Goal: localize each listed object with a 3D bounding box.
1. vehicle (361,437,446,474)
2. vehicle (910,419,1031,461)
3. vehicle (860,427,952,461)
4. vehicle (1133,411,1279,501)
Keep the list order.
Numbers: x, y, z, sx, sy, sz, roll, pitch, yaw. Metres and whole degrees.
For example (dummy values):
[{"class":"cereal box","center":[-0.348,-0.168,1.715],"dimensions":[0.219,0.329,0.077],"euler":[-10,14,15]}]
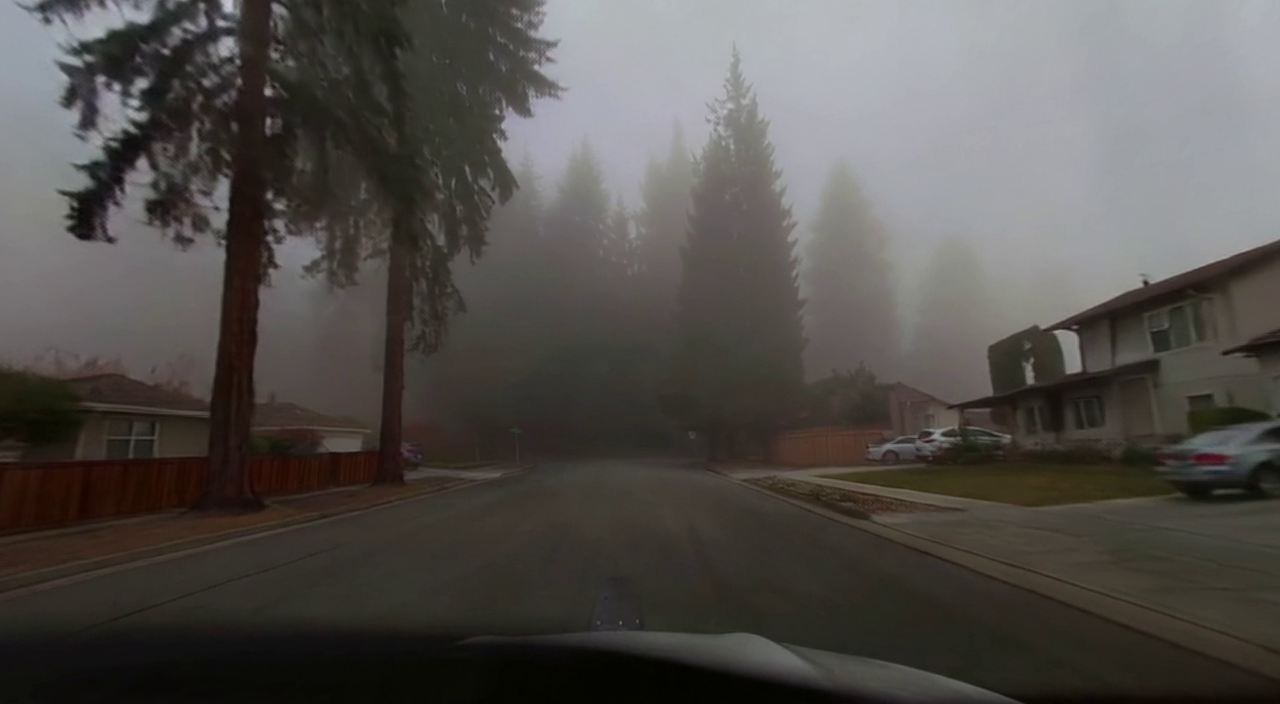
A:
[{"class":"vehicle","center":[-12.680,5.497,33.774],"dimensions":[4.656,1.835,2.039],"euler":[-7,-11,37]},{"class":"vehicle","center":[14.285,3.866,27.599],"dimensions":[4.261,1.725,1.955],"euler":[-2,-9,16]},{"class":"vehicle","center":[12.978,4.544,31.063],"dimensions":[3.780,1.601,2.025],"euler":[-2,-9,13]},{"class":"vehicle","center":[11.756,1.819,11.211],"dimensions":[4.415,1.457,1.797],"euler":[0,-9,2]}]
